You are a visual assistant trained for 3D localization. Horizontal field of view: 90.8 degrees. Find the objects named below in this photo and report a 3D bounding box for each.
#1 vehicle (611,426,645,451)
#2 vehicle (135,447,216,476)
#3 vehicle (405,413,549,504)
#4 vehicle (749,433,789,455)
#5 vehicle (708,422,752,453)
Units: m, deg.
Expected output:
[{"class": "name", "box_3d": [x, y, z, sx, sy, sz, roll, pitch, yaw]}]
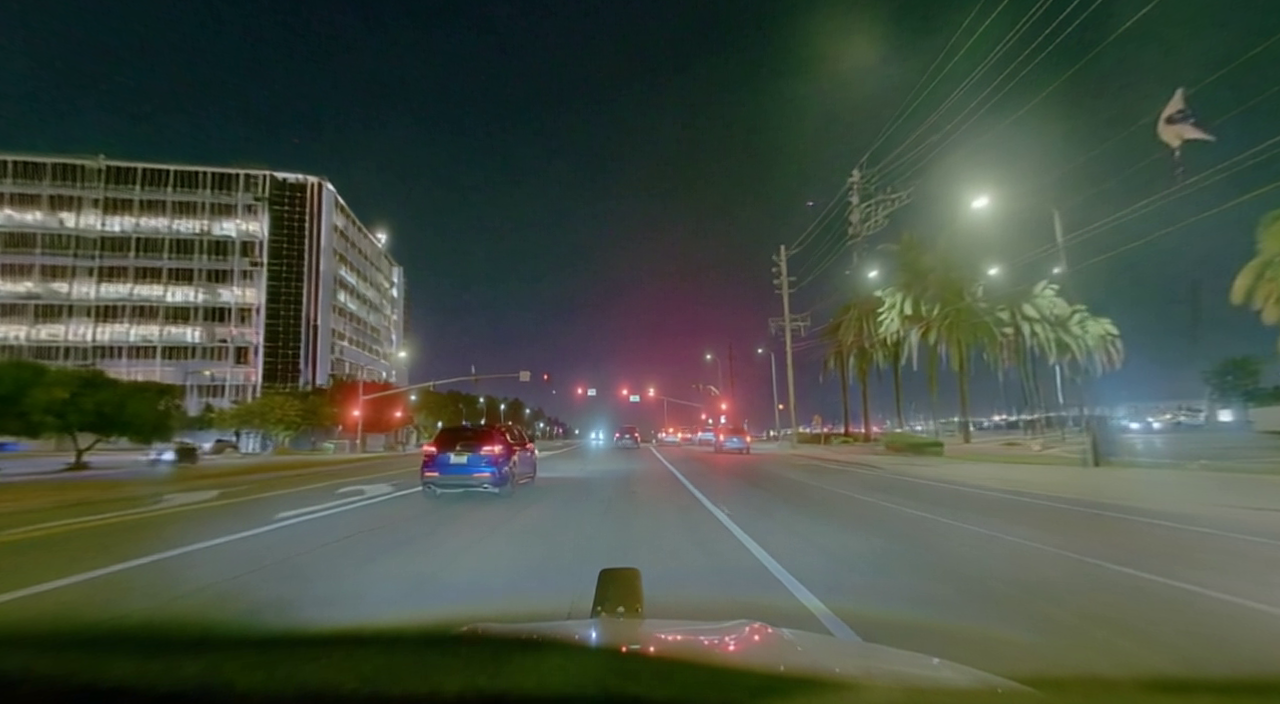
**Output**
[{"class": "vehicle", "box_3d": [-0.906, 6.153, 44.717, 2.302, 1.681, 4.217, 0, -8, -2]}, {"class": "vehicle", "box_3d": [-28.583, 6.711, 39.078, 1.918, 1.635, 4.532, 1, -8, -7]}, {"class": "vehicle", "box_3d": [-3.501, 2.409, 14.611, 2.136, 1.779, 4.417, 0, -8, 0]}, {"class": "vehicle", "box_3d": [8.780, 6.306, 43.307, 1.897, 1.390, 4.391, 0, -8, 1]}, {"class": "vehicle", "box_3d": [6.074, 5.864, 43.211, 2.130, 1.979, 5.310, 0, -8, -1]}]
